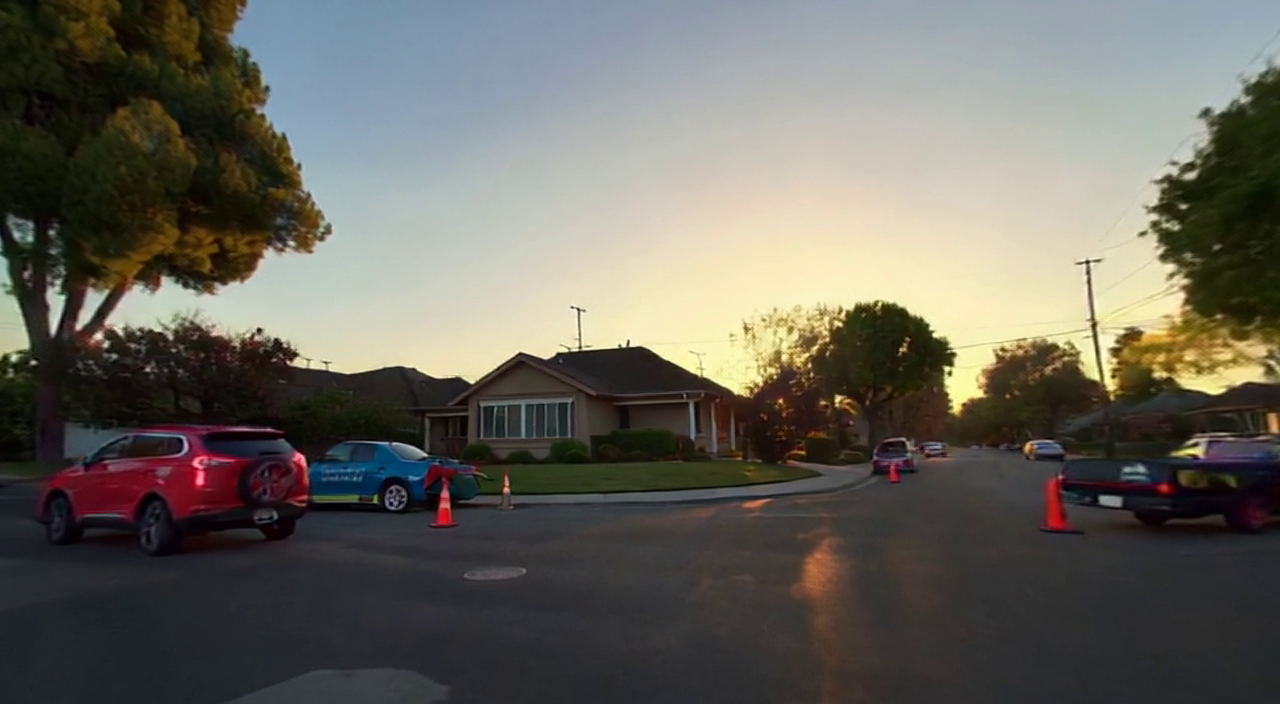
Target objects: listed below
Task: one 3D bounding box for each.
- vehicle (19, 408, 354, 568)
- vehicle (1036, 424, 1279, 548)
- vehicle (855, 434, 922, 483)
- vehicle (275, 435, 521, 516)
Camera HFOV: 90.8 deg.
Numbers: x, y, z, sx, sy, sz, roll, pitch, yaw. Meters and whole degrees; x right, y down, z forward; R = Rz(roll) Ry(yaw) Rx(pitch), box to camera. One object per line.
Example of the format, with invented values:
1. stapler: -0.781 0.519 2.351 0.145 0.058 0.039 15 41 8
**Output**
1. vehicle: -6.494 1.800 9.070 4.094 1.748 2.350 -5 -10 31
2. vehicle: 9.039 1.910 9.616 4.656 1.577 2.099 0 -8 -6
3. vehicle: 9.923 4.178 25.041 2.014 1.742 4.297 -4 -9 26
4. vehicle: -5.338 2.651 14.036 4.710 1.515 2.400 -4 -9 24
